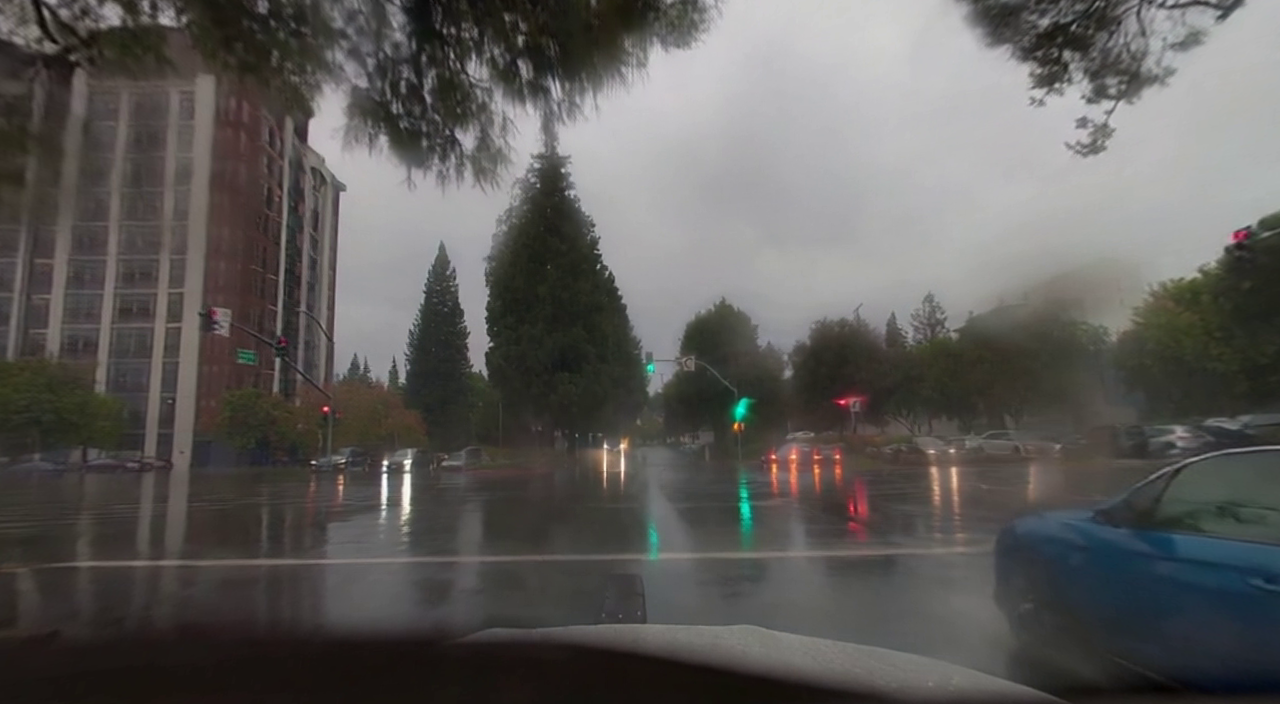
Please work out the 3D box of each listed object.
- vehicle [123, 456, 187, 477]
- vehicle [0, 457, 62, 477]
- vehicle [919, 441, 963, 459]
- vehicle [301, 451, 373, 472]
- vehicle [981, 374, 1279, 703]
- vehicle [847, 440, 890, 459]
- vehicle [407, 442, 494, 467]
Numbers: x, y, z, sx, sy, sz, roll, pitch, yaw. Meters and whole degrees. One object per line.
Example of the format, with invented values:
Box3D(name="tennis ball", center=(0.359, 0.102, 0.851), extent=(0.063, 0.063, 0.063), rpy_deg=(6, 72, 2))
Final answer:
Box3D(name="vehicle", center=(-36.373, 8.583, 47.503), extent=(1.709, 1.410, 3.945), rpy_deg=(0, -9, -1))
Box3D(name="vehicle", center=(-46.228, 8.690, 47.864), extent=(1.627, 1.392, 3.330), rpy_deg=(0, -9, -1))
Box3D(name="vehicle", center=(23.680, 7.768, 49.877), extent=(1.817, 1.361, 3.253), rpy_deg=(0, -9, -1))
Box3D(name="vehicle", center=(-21.778, 7.875, 45.570), extent=(4.207, 1.508, 1.875), rpy_deg=(0, -9, 2))
Box3D(name="vehicle", center=(3.304, 0.828, 2.158), extent=(1.903, 1.529, 4.254), rpy_deg=(0, -9, 0))
Box3D(name="vehicle", center=(17.999, 7.713, 49.870), extent=(1.970, 1.449, 3.604), rpy_deg=(0, -9, 0))
Box3D(name="vehicle", center=(-14.715, 7.978, 49.305), extent=(6.021, 1.868, 2.172), rpy_deg=(0, -9, 1))
